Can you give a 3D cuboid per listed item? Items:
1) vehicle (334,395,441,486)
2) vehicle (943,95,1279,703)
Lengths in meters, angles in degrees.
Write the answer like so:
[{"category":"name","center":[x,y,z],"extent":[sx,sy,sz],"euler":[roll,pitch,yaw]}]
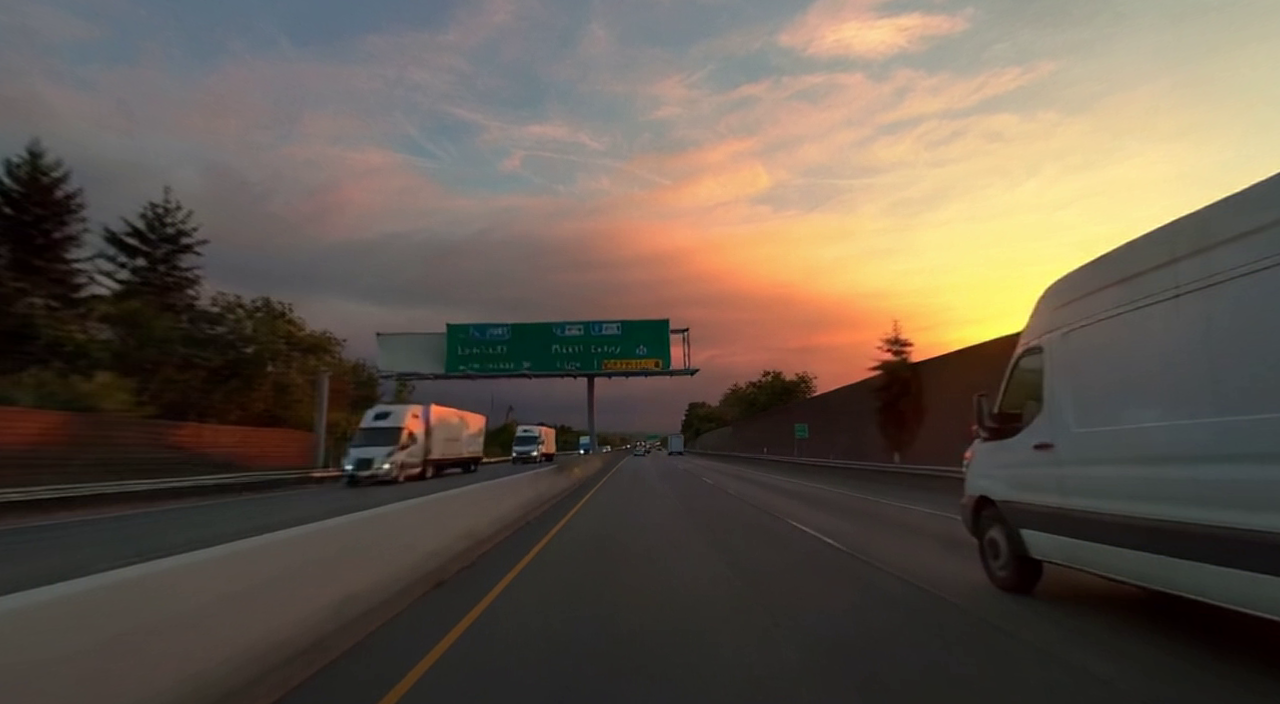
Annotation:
[{"category":"vehicle","center":[-12.904,4.656,32.824],"extent":[3.096,4.310,5.698],"euler":[0,-9,0]},{"category":"vehicle","center":[4.057,0.180,2.077],"extent":[2.449,2.805,6.763],"euler":[0,-9,-2]}]
